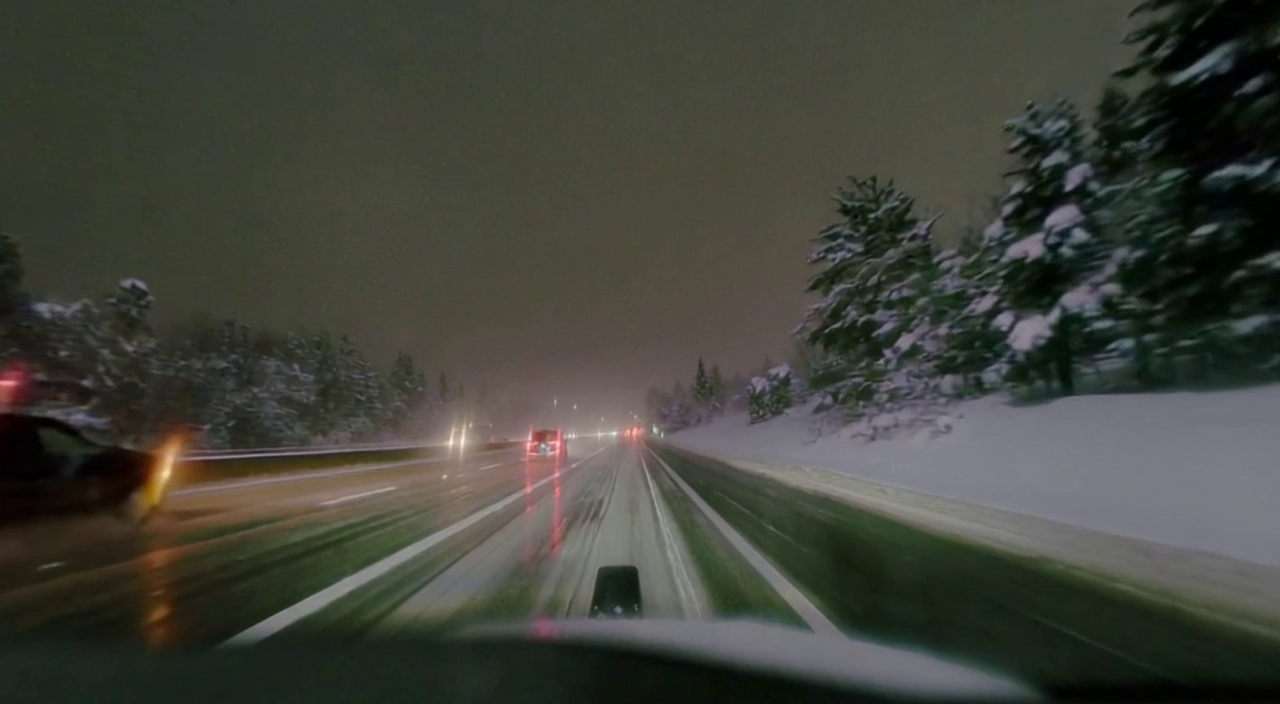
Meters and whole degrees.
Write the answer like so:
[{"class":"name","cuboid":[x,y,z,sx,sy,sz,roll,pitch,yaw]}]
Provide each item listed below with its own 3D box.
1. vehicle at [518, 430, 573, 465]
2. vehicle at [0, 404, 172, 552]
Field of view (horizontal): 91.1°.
[{"class":"vehicle","cuboid":[-4.552,4.654,30.935,2.064,1.571,4.225,0,-8,0]},{"class":"vehicle","cuboid":[-8.200,1.445,7.331,2.113,1.632,4.409,0,-8,-1]}]
